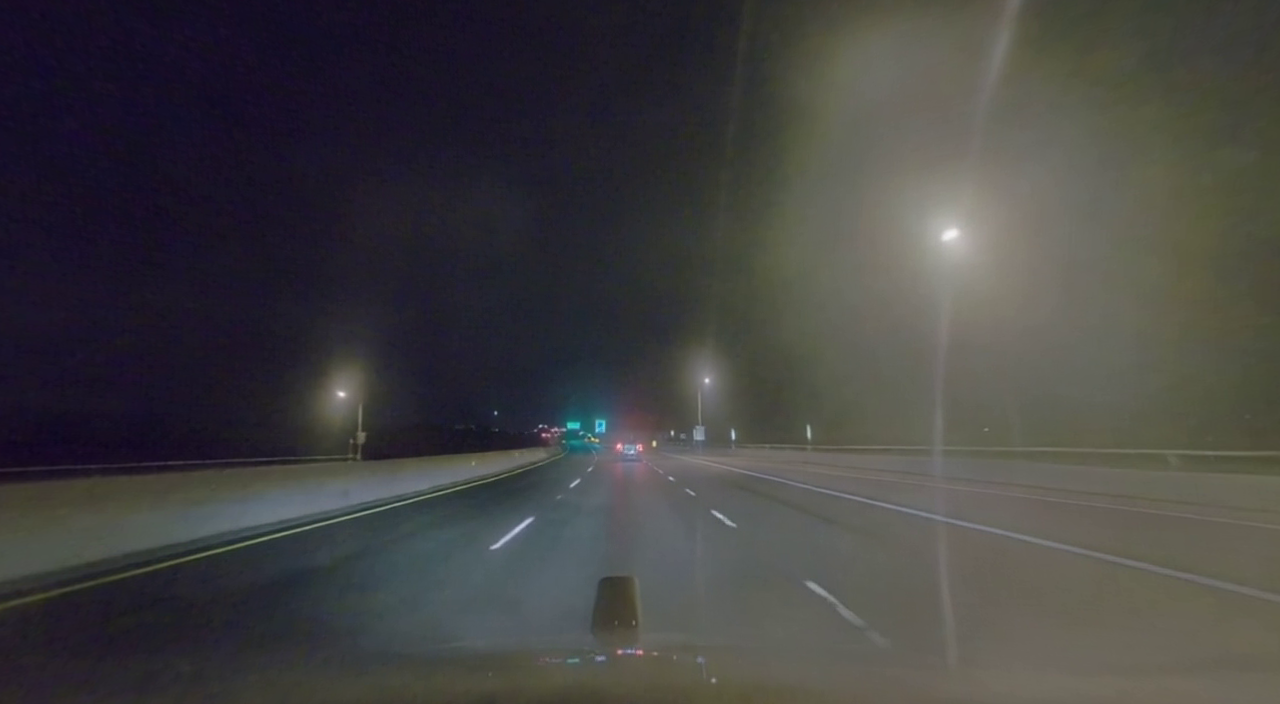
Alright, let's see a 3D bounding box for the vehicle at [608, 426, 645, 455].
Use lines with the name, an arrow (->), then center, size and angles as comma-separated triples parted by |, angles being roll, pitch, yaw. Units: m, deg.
vehicle -> -0.904, 5.497, 39.101 | 2.157, 1.647, 4.524 | 0, -8, -3
